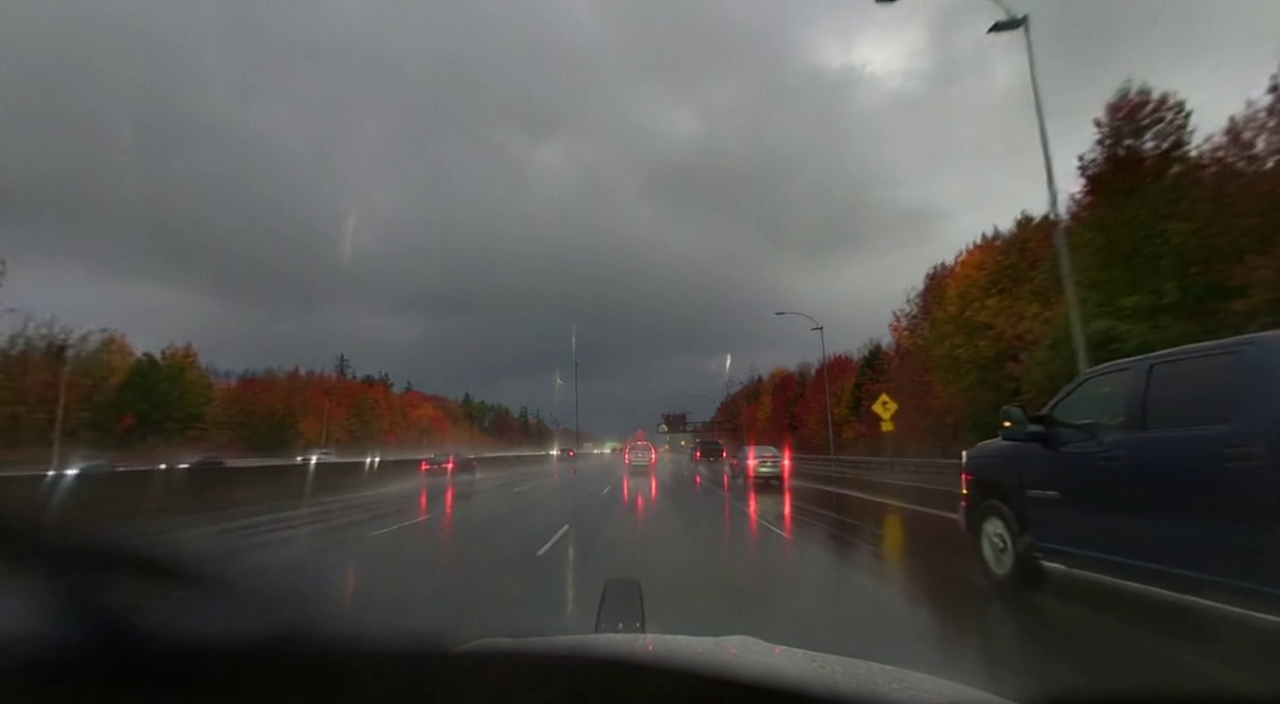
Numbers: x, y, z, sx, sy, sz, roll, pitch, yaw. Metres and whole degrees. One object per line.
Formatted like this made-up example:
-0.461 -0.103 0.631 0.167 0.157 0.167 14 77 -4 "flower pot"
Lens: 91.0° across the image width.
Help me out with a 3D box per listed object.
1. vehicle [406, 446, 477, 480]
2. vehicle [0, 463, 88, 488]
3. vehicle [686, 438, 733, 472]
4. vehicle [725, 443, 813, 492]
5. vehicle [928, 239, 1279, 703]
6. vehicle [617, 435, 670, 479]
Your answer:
-9.783 5.494 31.438 1.989 1.529 4.433 0 -9 1 "vehicle"
-40.934 8.454 43.238 1.861 1.506 4.595 0 -9 1 "vehicle"
4.343 6.562 40.334 2.388 1.998 5.749 0 -9 0 "vehicle"
4.338 3.977 22.013 2.057 1.508 4.767 0 -9 0 "vehicle"
3.845 0.572 2.310 2.521 2.101 6.467 0 -9 0 "vehicle"
0.169 5.130 30.943 2.372 1.957 5.121 0 -9 1 "vehicle"
